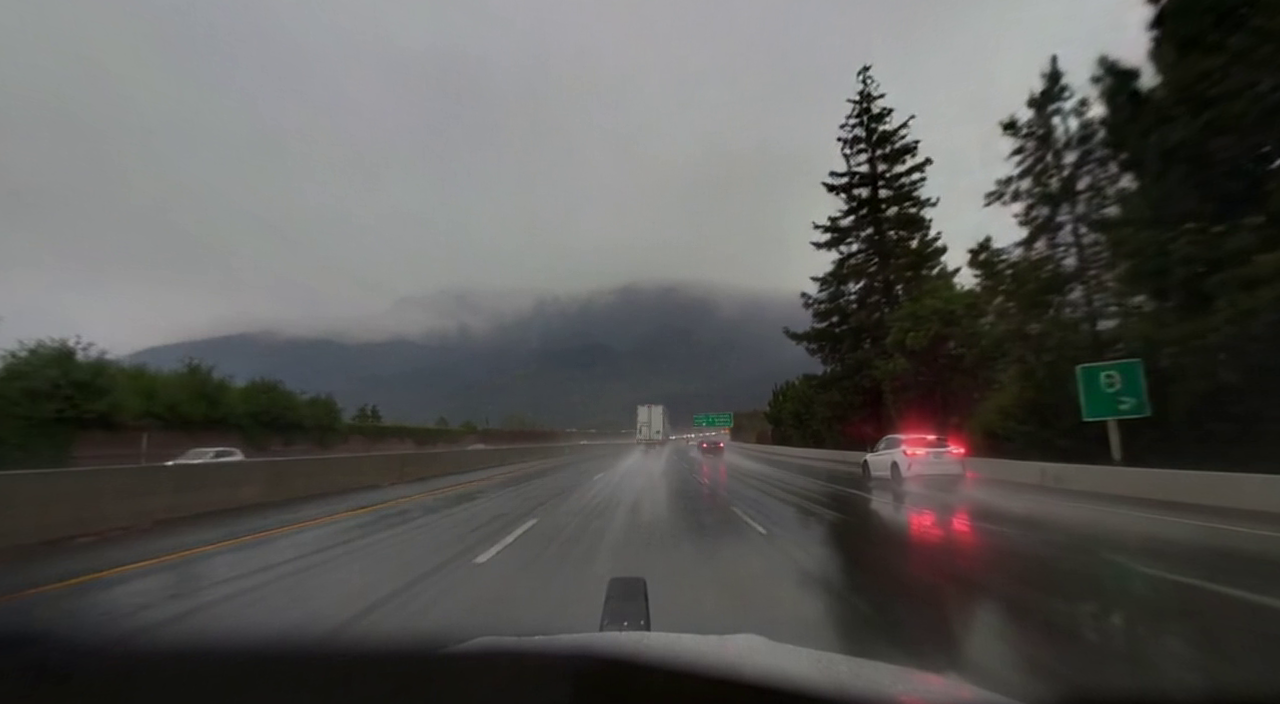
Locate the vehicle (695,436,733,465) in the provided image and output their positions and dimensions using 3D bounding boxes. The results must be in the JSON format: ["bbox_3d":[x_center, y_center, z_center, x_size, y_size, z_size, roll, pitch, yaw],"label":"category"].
[{"bbox_3d":[4.466,5.976,38.423,1.880,1.624,3.941,0,-8,0],"label":"vehicle"}]

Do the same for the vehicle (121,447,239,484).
[{"bbox_3d":[-22.896,5.634,31.683,2.032,1.684,5.065,0,-8,1],"label":"vehicle"}]

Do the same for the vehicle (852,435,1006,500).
[{"bbox_3d":[7.143,2.883,16.159,1.982,1.440,4.171,0,-8,1],"label":"vehicle"}]
